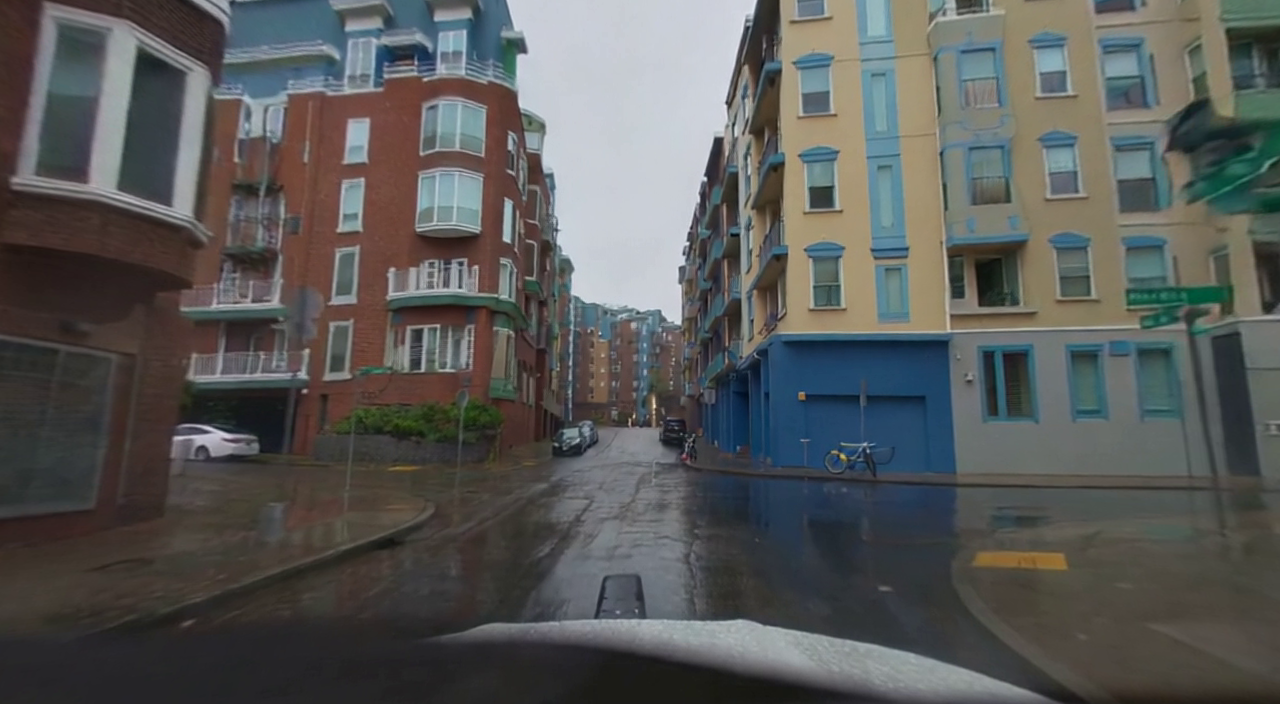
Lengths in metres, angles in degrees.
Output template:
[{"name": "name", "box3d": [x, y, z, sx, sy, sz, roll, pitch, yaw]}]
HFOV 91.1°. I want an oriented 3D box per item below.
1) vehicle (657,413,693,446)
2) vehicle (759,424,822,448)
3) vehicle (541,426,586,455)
[{"name": "vehicle", "box3d": [2.341, 5.313, 43.069, 2.072, 2.074, 4.358, 0, -7, -2]}, {"name": "vehicle", "box3d": [9.027, 5.065, 37.902, 3.404, 1.431, 1.641, 0, -7, 0]}, {"name": "vehicle", "box3d": [-4.054, 4.760, 33.985, 1.897, 1.431, 3.741, 0, -7, 1]}]
